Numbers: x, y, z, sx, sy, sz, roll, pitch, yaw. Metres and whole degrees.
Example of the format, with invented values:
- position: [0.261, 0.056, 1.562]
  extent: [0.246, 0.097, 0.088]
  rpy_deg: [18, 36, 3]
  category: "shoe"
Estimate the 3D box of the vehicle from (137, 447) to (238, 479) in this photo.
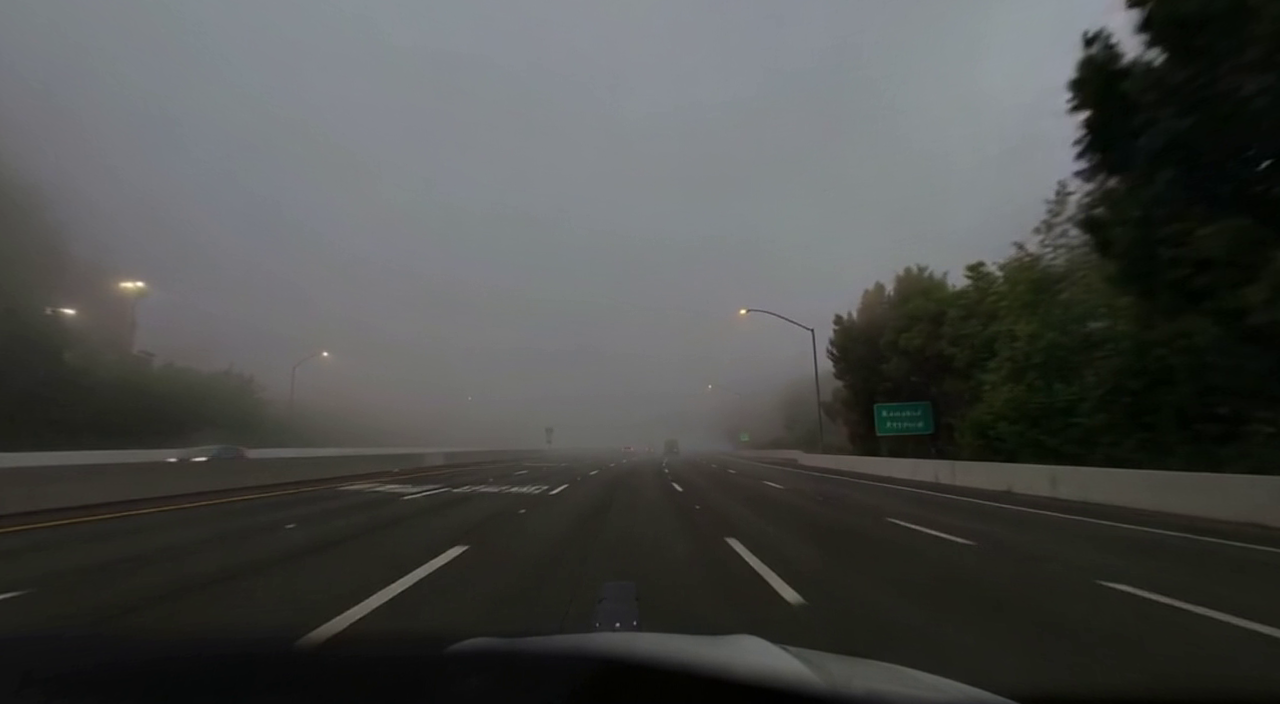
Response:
- position: [-21.501, 5.259, 30.259]
  extent: [1.765, 1.419, 4.186]
  rpy_deg: [0, -9, -1]
  category: "vehicle"
